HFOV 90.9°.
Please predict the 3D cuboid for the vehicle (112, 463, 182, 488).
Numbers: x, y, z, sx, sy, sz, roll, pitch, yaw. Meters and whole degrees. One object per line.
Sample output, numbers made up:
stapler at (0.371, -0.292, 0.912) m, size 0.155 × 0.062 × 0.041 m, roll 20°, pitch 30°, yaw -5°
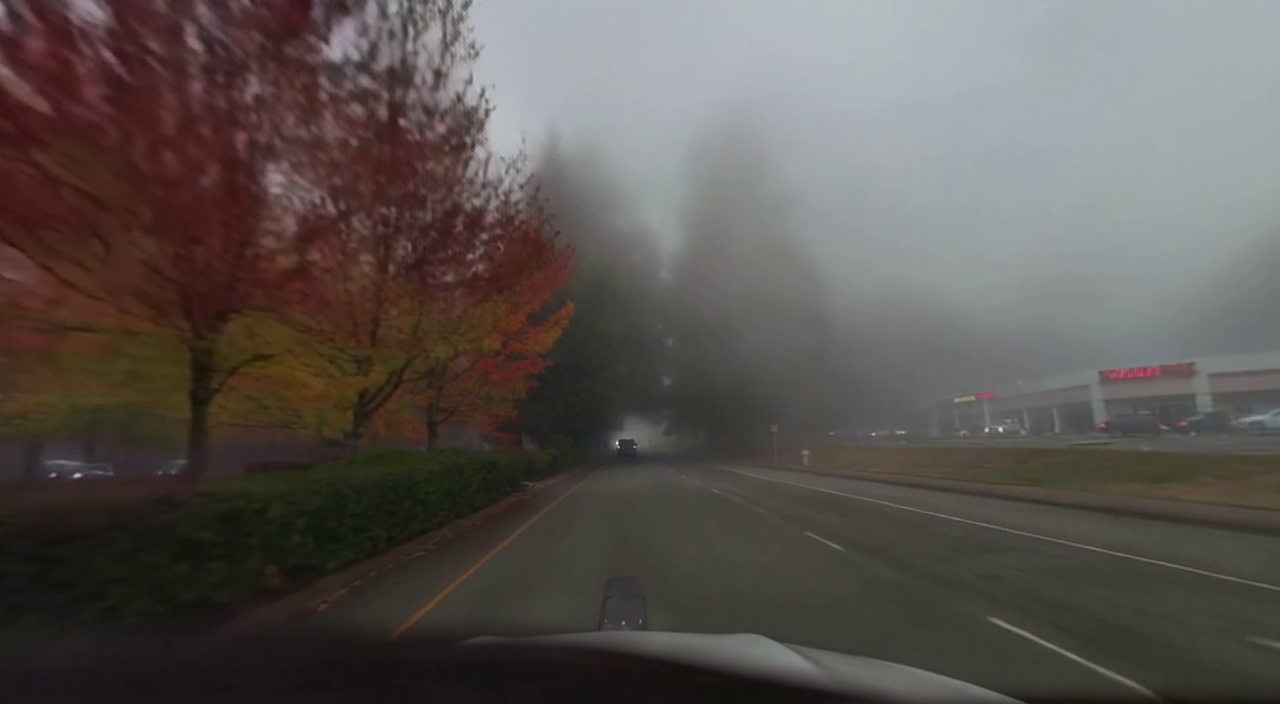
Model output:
vehicle at (-35.290, 8.851, 45.276) m, size 1.784 × 1.536 × 3.893 m, roll 0°, pitch -8°, yaw 2°
